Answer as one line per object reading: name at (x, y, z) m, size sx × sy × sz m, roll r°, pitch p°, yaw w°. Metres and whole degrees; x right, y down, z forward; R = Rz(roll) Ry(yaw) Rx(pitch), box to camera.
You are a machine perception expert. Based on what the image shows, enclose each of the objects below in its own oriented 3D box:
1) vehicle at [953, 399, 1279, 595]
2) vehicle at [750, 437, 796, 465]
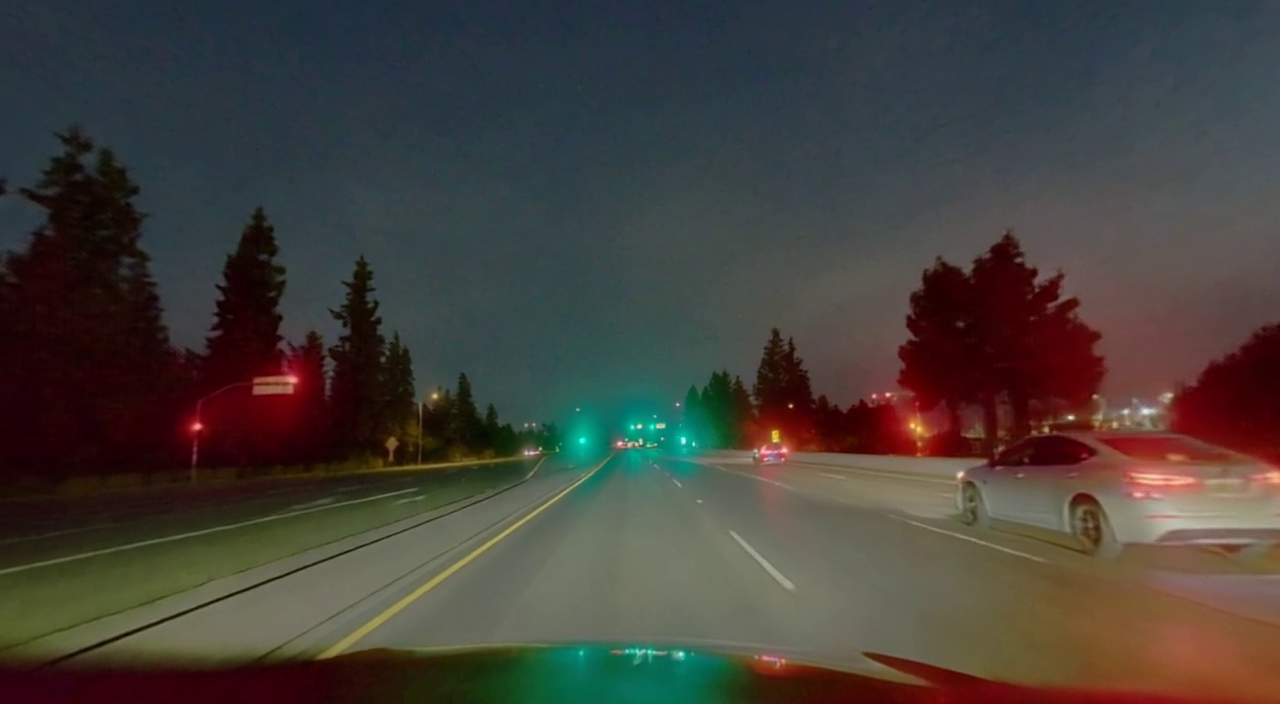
vehicle at (6.188, 1.601, 7.853) m, size 2.066 × 1.683 × 4.675 m, roll 0°, pitch -9°, yaw -1°
vehicle at (9.497, 7.109, 45.314) m, size 2.170 × 1.830 × 4.720 m, roll 0°, pitch -9°, yaw -1°
